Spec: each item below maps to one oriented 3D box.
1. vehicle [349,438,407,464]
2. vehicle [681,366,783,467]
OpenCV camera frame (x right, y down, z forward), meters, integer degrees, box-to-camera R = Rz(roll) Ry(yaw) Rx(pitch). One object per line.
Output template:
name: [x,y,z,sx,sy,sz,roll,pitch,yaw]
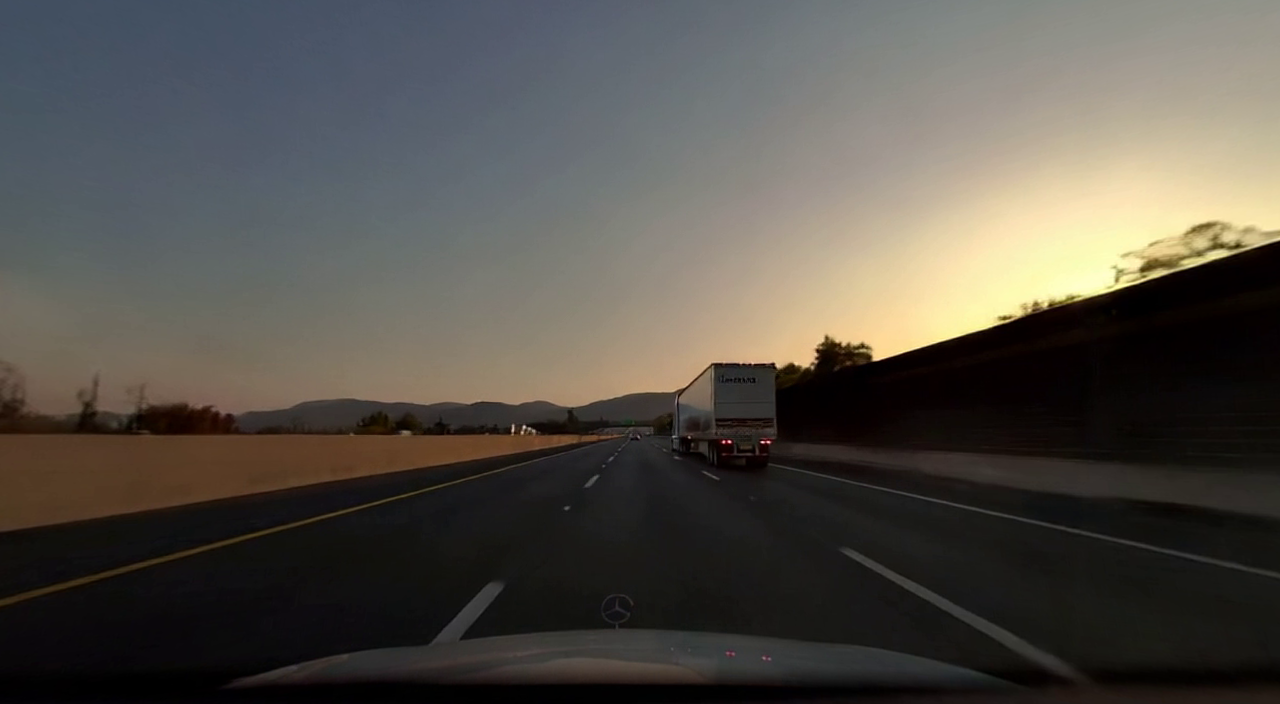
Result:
vehicle: [-16.293,6.166,39.284,1.820,1.506,4.258,0,-8,0]
vehicle: [4.145,3.523,32.137,2.920,4.029,13.900,0,-8,-1]
